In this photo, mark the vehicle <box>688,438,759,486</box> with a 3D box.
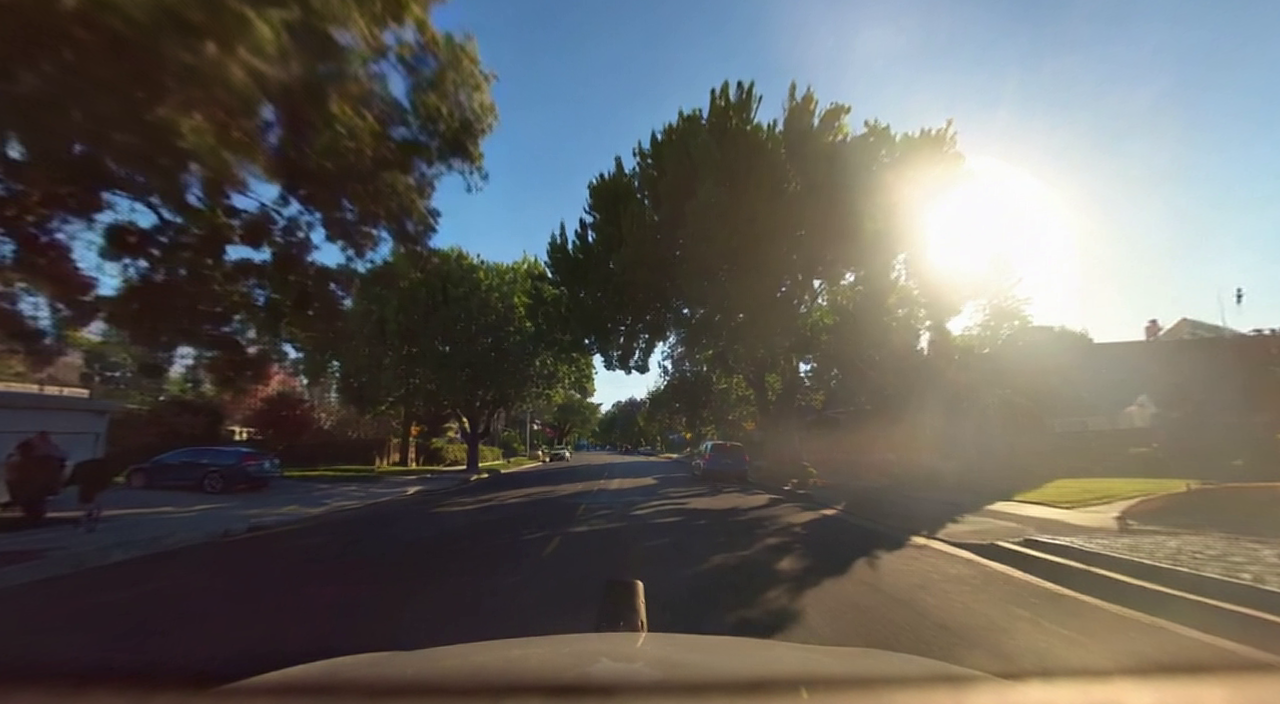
[{"bbox_3d":[3.049,4.117,24.019,2.114,1.633,4.042,0,-8,-1],"label":"vehicle"}]
